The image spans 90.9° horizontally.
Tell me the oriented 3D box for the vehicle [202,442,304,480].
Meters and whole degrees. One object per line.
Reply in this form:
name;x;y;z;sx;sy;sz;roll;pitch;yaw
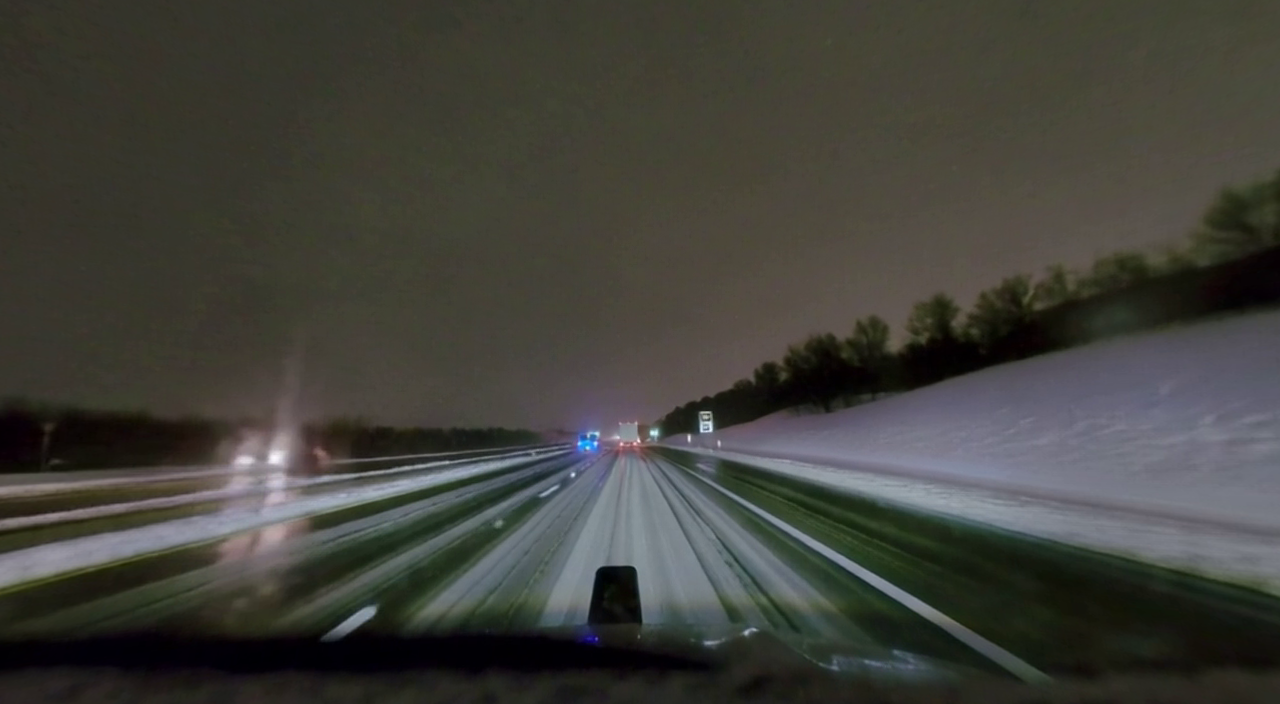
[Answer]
vehicle;-16.681;4.686;27.410;2.078;1.506;3.740;0;-8;-1
